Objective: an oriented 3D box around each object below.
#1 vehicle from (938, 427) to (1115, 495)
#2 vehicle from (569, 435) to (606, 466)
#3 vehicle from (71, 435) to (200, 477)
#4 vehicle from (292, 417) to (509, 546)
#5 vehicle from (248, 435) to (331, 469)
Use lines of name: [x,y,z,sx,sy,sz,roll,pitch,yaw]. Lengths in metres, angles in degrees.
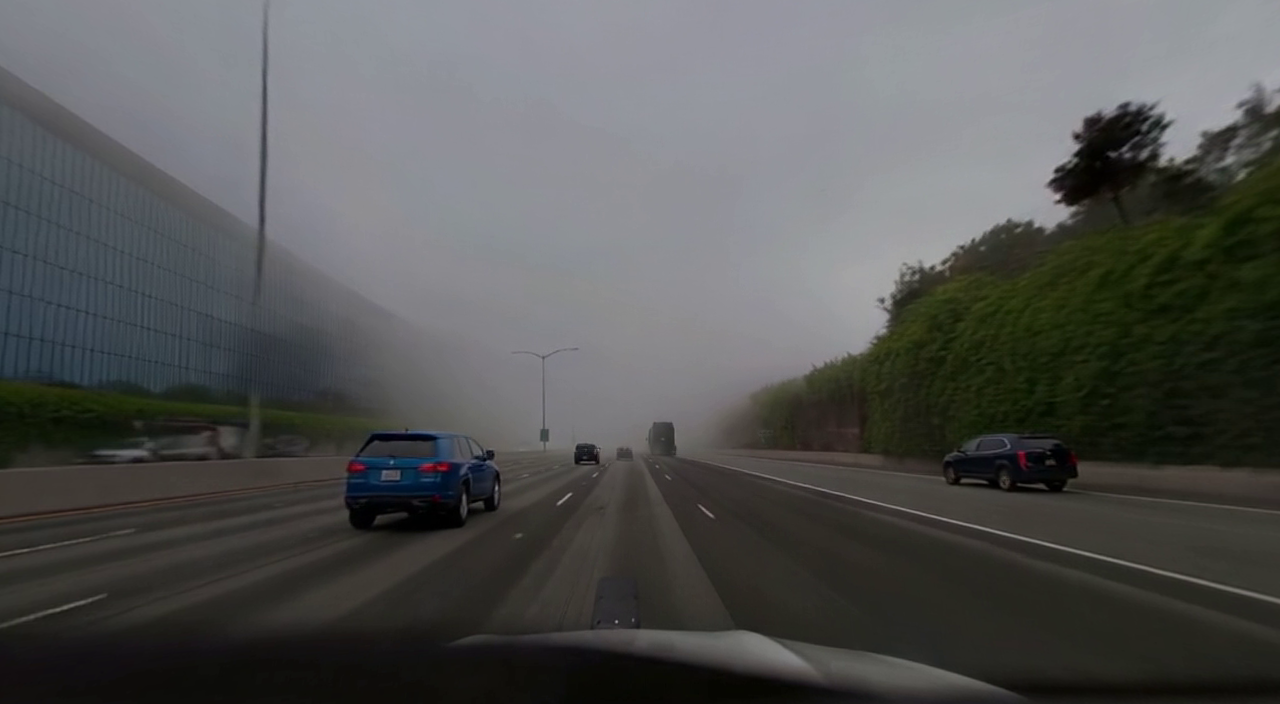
vehicle: [11.462,3.280,19.324,2.089,1.787,5.080,0,-9,-2]
vehicle: [-3.643,7.020,45.101,2.284,2.022,5.752,0,-9,-1]
vehicle: [-29.973,6.214,37.892,2.591,2.321,6.155,0,-9,0]
vehicle: [-3.658,2.073,10.659,2.039,1.710,4.237,0,-9,-1]
vehicle: [-23.836,6.826,43.276,2.295,2.156,5.710,0,-9,0]
